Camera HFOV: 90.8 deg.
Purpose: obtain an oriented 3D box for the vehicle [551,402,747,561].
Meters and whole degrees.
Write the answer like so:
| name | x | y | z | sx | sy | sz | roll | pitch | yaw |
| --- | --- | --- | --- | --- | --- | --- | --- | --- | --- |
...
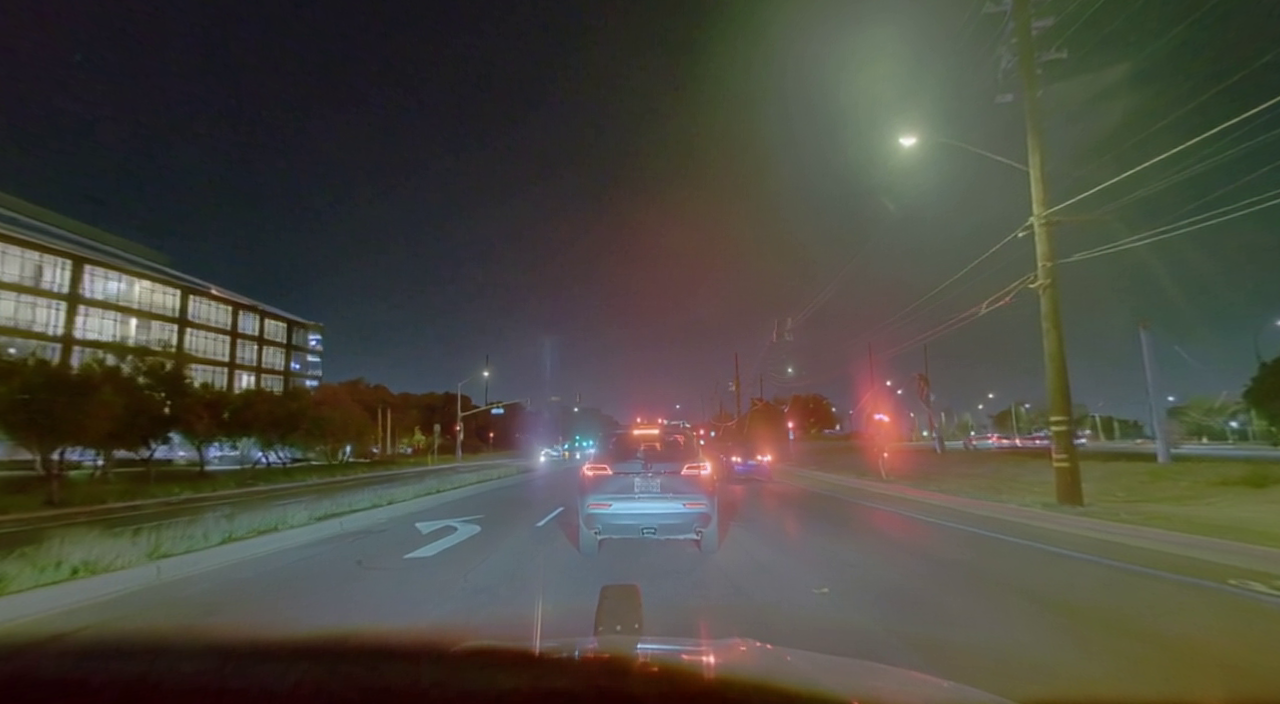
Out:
| name | x | y | z | sx | sy | sz | roll | pitch | yaw |
| --- | --- | --- | --- | --- | --- | --- | --- | --- | --- |
| vehicle | 0.102 | 1.787 | 9.347 | 2.189 | 1.776 | 4.342 | 0 | -9 | 0 |
